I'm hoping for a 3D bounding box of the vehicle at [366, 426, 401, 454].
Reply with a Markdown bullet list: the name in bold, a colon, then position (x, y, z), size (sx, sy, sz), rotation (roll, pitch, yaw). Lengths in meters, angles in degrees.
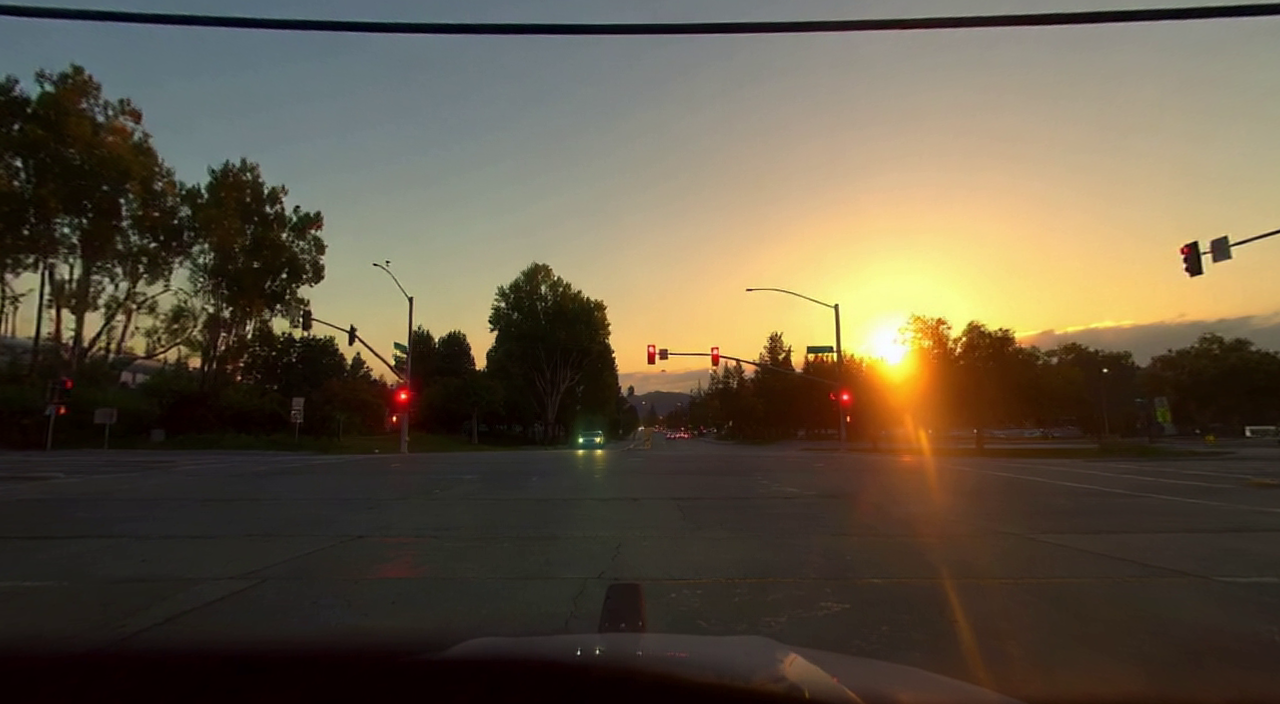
- **vehicle**: position (-20.018, 6.860, 48.876), size (1.873, 2.079, 2.879), rotation (5, -10, -33)
